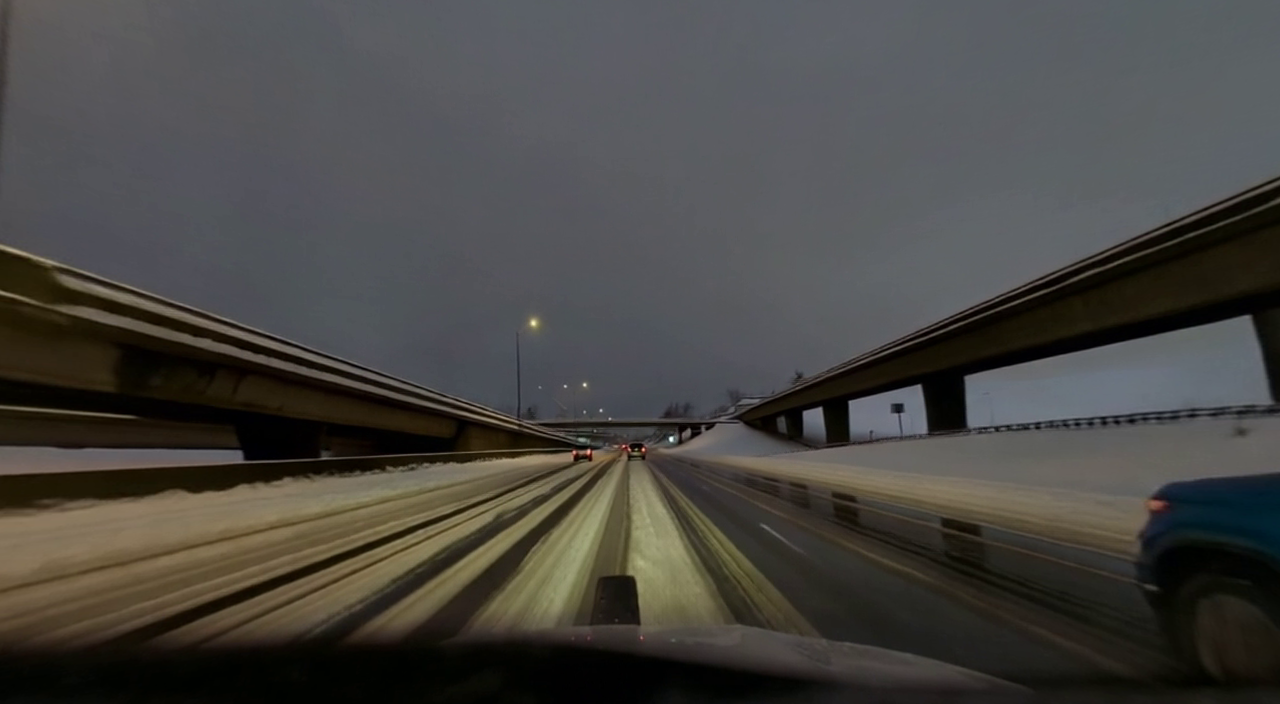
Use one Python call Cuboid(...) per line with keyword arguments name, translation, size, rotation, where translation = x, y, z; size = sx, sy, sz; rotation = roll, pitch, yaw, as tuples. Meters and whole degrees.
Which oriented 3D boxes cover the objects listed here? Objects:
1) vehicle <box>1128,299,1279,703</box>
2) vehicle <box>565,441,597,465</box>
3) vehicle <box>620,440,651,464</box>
Cuboid(name="vehicle", translation=(3.703, 0.466, 0.801), size=(2.288, 1.841, 4.779), rotation=(0, -8, 0))
Cuboid(name="vehicle", translation=(-4.249, 7.310, 46.076), size=(2.000, 1.646, 4.201), rotation=(0, -8, -1))
Cuboid(name="vehicle", translation=(-0.343, 7.274, 46.136), size=(2.132, 1.657, 3.967), rotation=(0, -8, -1))
